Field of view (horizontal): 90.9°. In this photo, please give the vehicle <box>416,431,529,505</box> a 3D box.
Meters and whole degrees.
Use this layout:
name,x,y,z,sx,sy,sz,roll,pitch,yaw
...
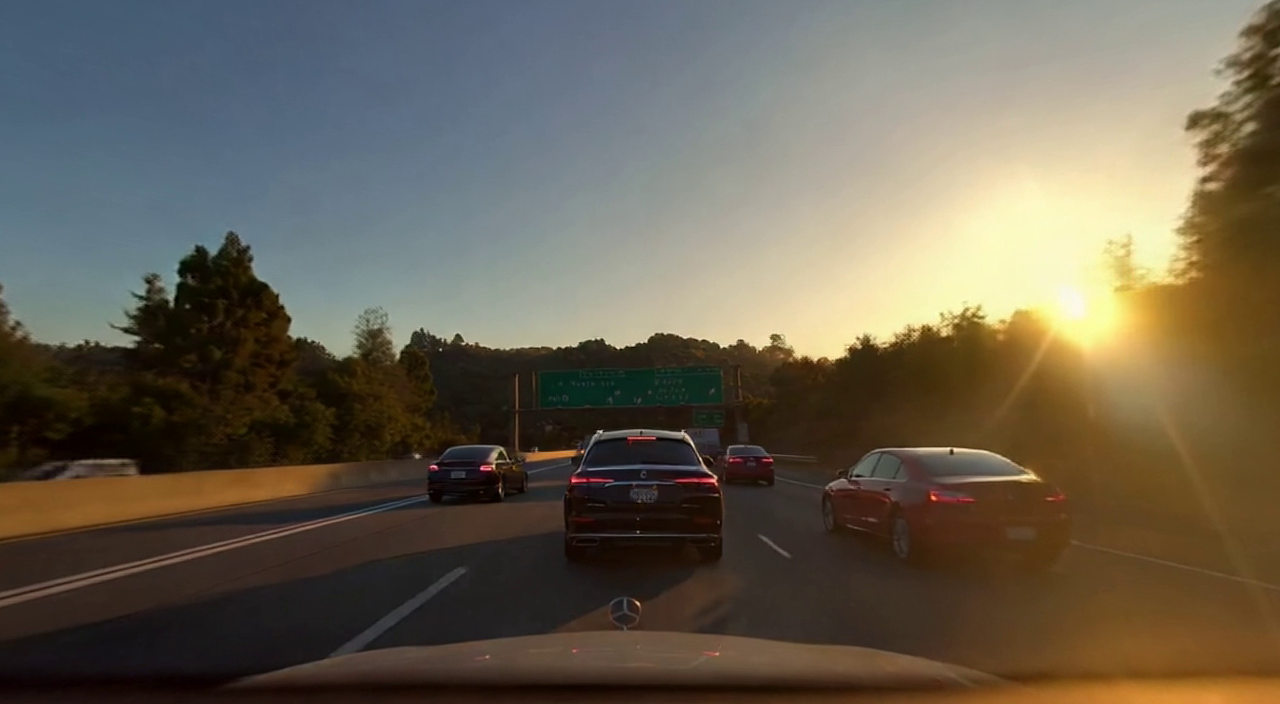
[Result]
name,x,y,z,sx,sy,sz,roll,pitch,yaw
vehicle,-4.251,3.015,16.670,1.890,1.708,3.844,0,-9,0

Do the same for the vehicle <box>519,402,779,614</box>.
name,x,y,z,sx,sy,sz,roll,pitch,yaw
vehicle,0.018,1.550,7.061,2.093,1.695,3.782,0,-9,-2

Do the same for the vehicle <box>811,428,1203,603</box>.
name,x,y,z,sx,sy,sz,roll,pitch,yaw
vehicle,3.682,1.715,7.565,1.953,1.434,4.511,0,-9,-1
